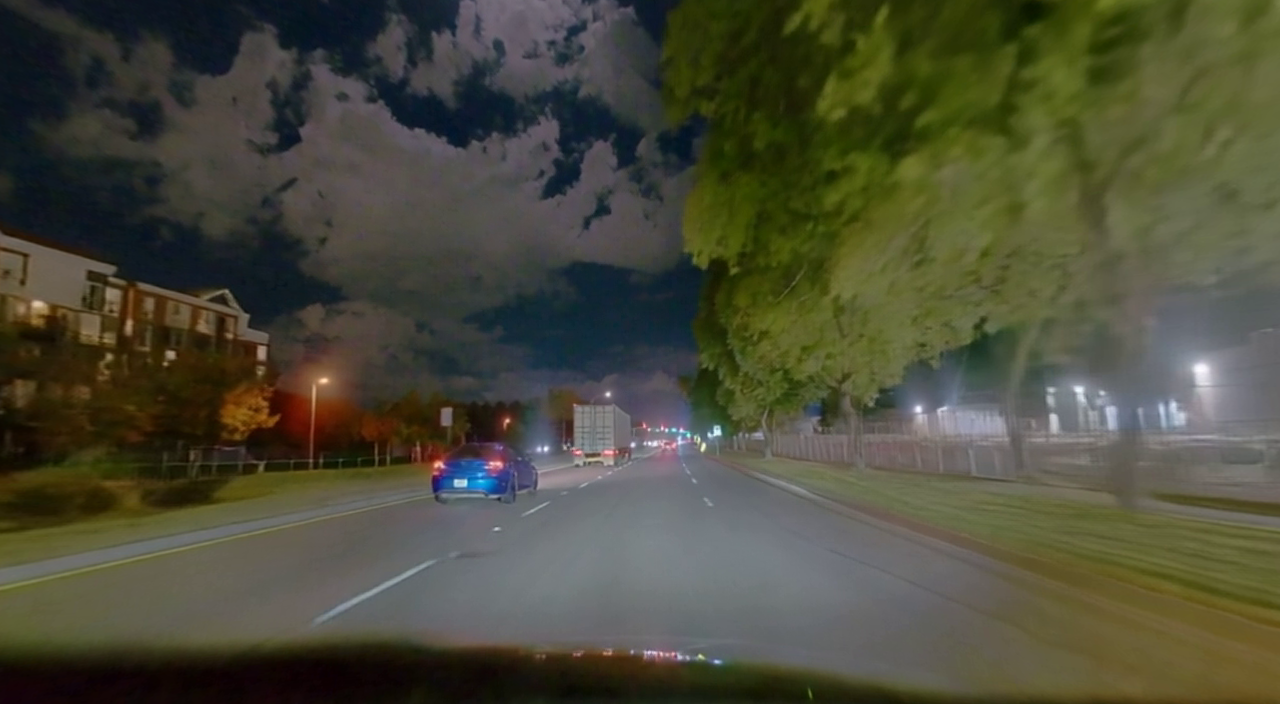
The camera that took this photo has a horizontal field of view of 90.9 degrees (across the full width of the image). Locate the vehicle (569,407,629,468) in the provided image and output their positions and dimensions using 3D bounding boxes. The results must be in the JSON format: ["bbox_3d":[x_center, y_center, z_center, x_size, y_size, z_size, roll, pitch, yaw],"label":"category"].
[{"bbox_3d":[-2.306,5.199,38.401,2.746,3.276,8.572,0,-8,2],"label":"vehicle"}]

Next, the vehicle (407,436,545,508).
[{"bbox_3d":[-3.725,2.795,15.254,2.005,1.462,4.345,0,-8,3],"label":"vehicle"}]

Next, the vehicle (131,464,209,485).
[{"bbox_3d":[-34.374,8.961,46.145,4.333,1.436,1.871,-1,-8,4],"label":"vehicle"}]

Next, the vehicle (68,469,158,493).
[{"bbox_3d":[-34.029,8.316,40.764,3.992,1.467,2.092,-1,-10,4],"label":"vehicle"}]
